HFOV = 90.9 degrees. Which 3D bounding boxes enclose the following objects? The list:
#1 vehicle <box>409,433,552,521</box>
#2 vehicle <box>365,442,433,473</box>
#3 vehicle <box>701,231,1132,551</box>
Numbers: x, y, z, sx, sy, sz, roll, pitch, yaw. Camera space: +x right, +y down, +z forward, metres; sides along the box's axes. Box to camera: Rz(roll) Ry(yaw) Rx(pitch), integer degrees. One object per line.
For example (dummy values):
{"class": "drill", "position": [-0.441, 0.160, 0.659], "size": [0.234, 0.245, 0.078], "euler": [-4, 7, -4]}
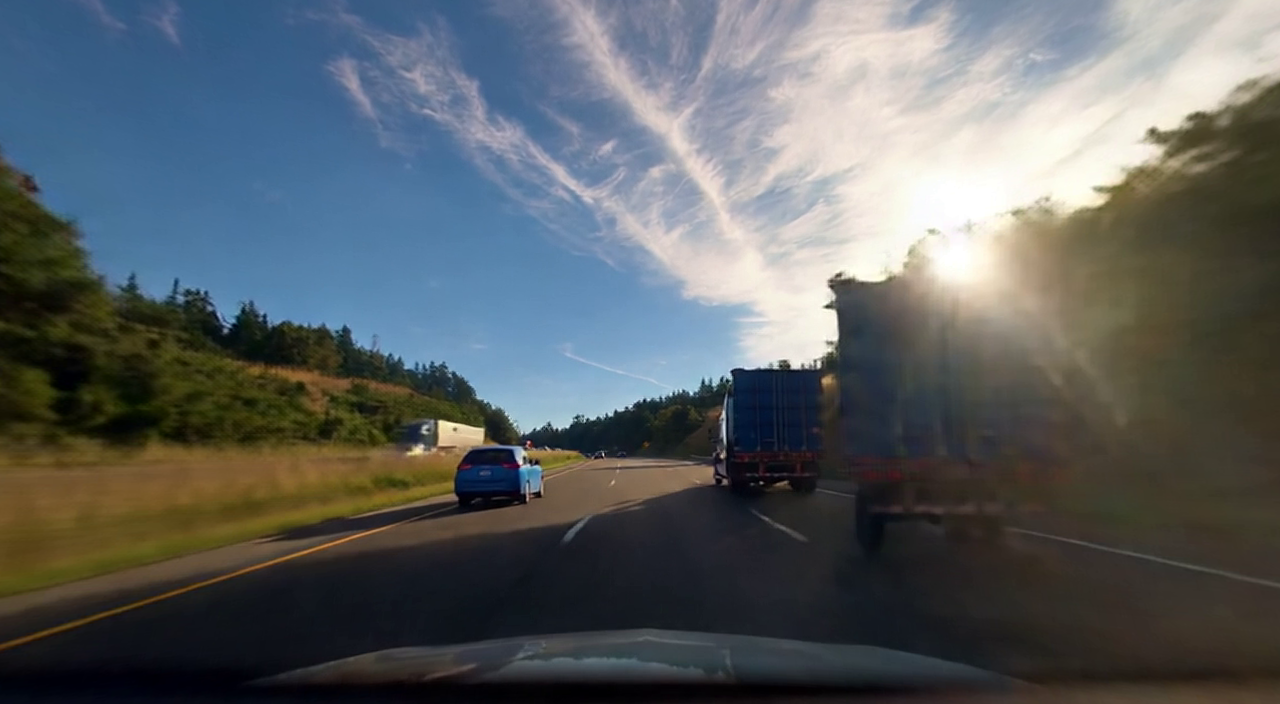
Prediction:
{"class": "vehicle", "position": [-3.385, 2.758, 14.393], "size": [2.115, 1.670, 4.261], "euler": [0, -9, 0]}
{"class": "vehicle", "position": [-13.214, 5.814, 34.793], "size": [1.940, 1.567, 4.312], "euler": [-1, -9, 1]}
{"class": "vehicle", "position": [4.383, 1.797, 16.991], "size": [3.532, 4.201, 17.611], "euler": [0, -9, -1]}
